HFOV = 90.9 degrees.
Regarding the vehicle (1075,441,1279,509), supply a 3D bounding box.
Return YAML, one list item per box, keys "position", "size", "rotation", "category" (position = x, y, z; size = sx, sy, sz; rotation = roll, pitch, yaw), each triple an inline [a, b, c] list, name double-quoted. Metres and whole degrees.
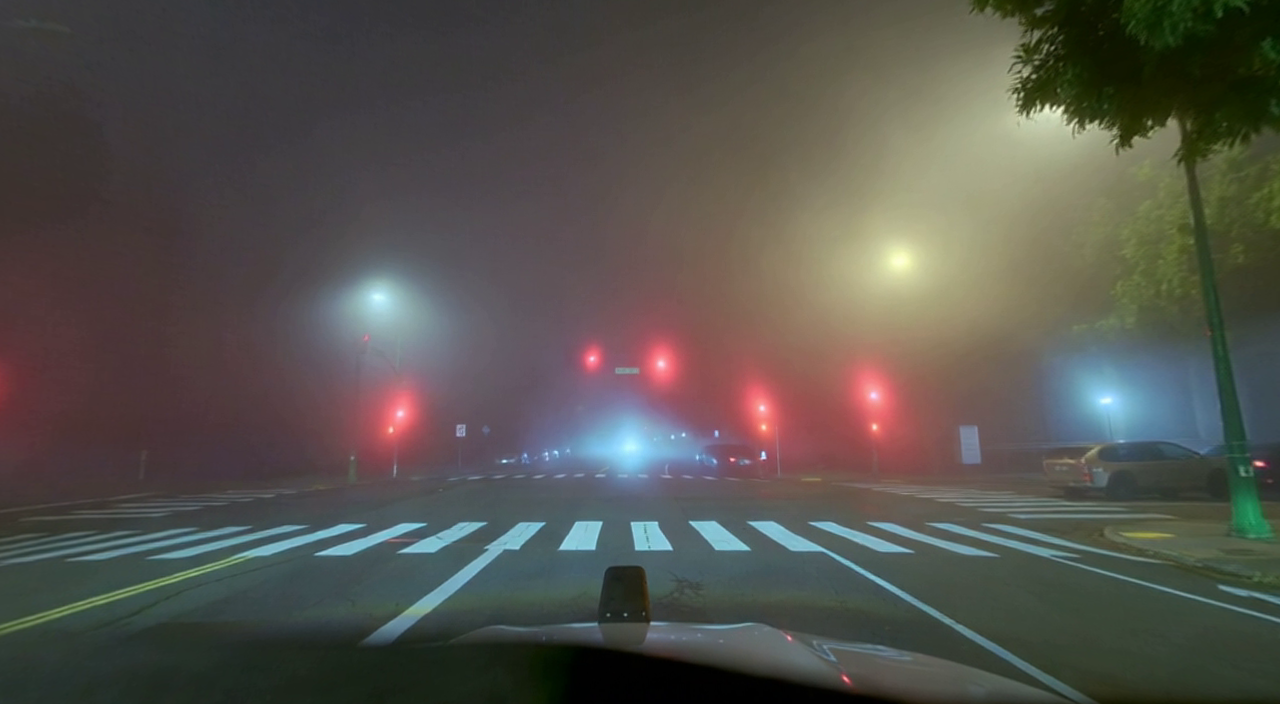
- position: [12.992, 2.798, 14.566]
  size: [4.424, 1.436, 1.804]
  rotation: [-1, -8, 5]
  category: "vehicle"
